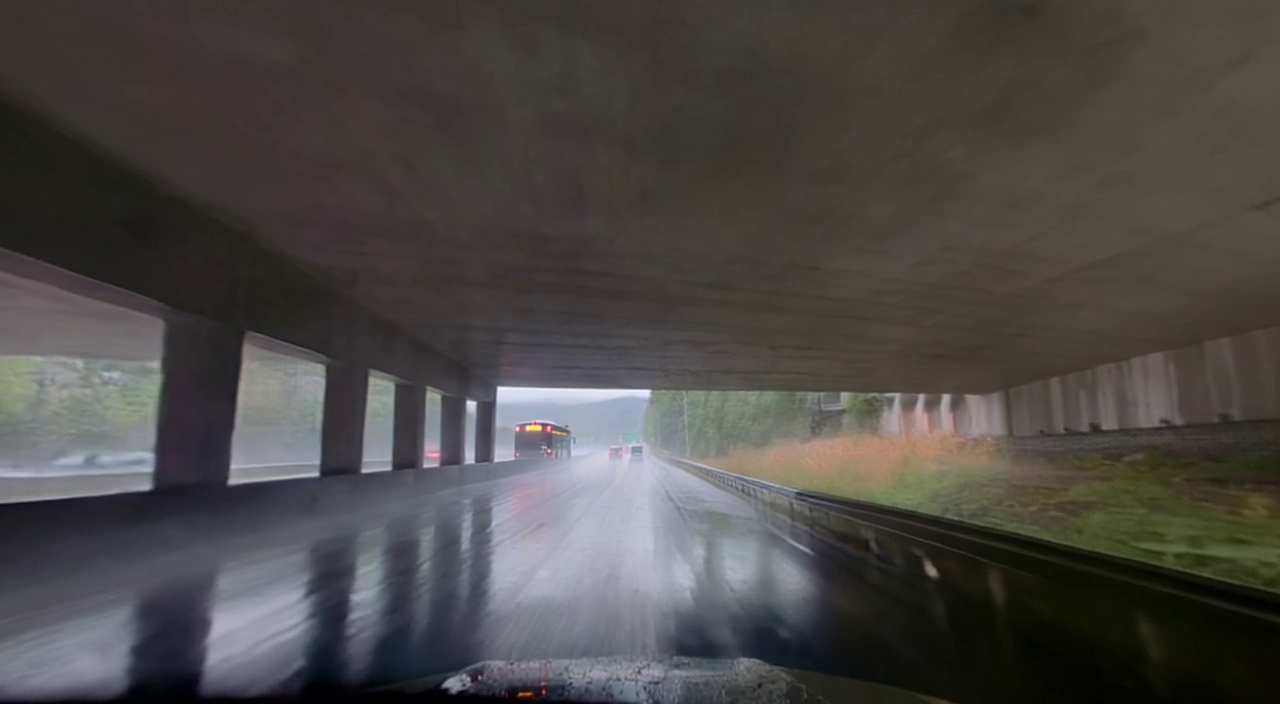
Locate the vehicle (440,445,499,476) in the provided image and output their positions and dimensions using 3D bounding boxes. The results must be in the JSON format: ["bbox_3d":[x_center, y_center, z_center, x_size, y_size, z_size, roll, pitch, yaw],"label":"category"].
[{"bbox_3d":[-9.380,5.984,35.102,1.979,1.600,4.516,0,-8,1],"label":"vehicle"}]
